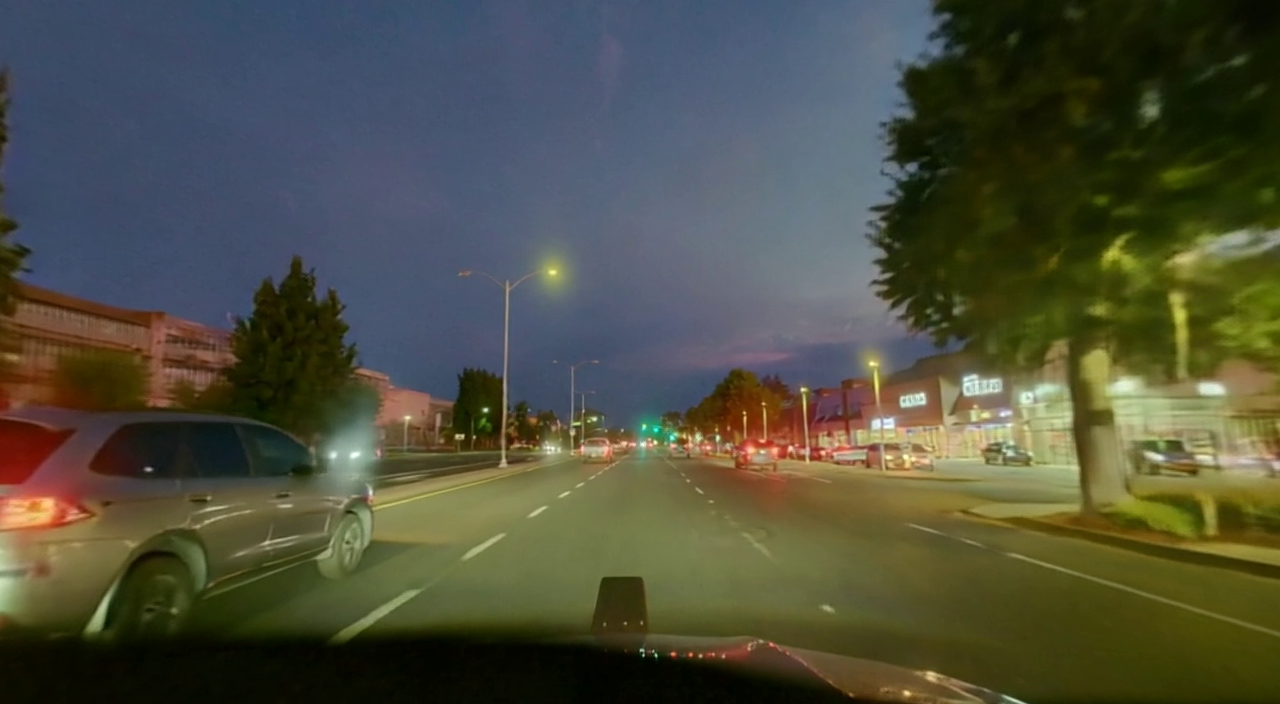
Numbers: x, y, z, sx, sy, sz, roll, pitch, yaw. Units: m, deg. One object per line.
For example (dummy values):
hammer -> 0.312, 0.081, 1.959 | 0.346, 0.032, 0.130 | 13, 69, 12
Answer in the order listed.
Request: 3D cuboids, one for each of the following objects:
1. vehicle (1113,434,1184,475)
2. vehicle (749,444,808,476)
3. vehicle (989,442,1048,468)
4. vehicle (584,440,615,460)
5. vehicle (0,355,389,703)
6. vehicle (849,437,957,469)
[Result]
vehicle -> 26.670, 5.335, 32.966 | 5.164, 1.952, 1.981 | 8, -11, -42
vehicle -> 6.722, 5.285, 31.094 | 1.888, 1.425, 4.547 | 0, -8, 1
vehicle -> 26.326, 7.137, 43.803 | 4.673, 1.696, 1.922 | 7, -11, -39
vehicle -> -3.000, 7.464, 47.904 | 2.005, 1.446, 4.265 | 0, -8, 1
vehicle -> -3.584, 1.112, 4.421 | 1.983, 1.635, 3.957 | 0, -8, 0
vehicle -> 15.174, 5.842, 36.625 | 5.326, 1.690, 2.007 | -8, -11, 41
